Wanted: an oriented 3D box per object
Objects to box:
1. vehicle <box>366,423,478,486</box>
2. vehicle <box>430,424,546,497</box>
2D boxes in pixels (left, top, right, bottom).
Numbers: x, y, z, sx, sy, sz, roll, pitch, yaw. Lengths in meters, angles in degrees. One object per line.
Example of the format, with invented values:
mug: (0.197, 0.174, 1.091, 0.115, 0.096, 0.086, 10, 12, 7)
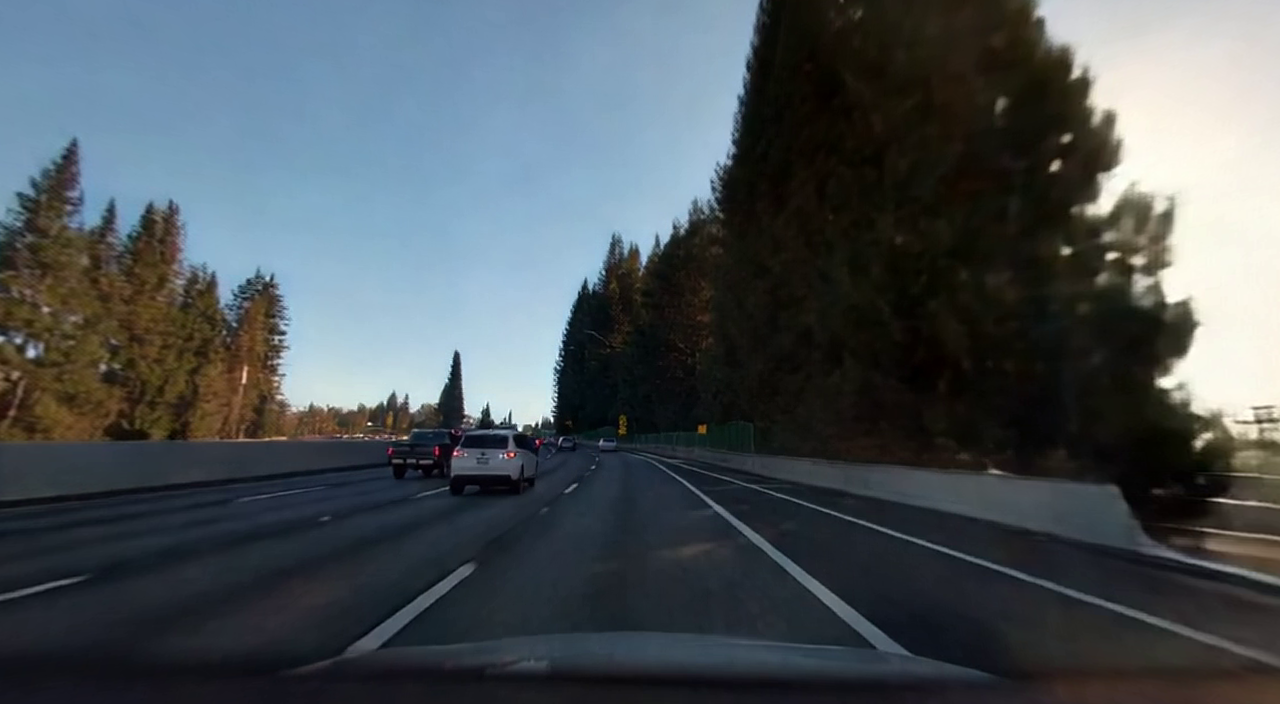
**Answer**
vehicle: (-7.552, 3.614, 22.419, 2.160, 1.949, 5.293, 0, -8, -1)
vehicle: (-4.187, 3.086, 18.273, 2.142, 1.789, 5.009, 0, -8, 0)
